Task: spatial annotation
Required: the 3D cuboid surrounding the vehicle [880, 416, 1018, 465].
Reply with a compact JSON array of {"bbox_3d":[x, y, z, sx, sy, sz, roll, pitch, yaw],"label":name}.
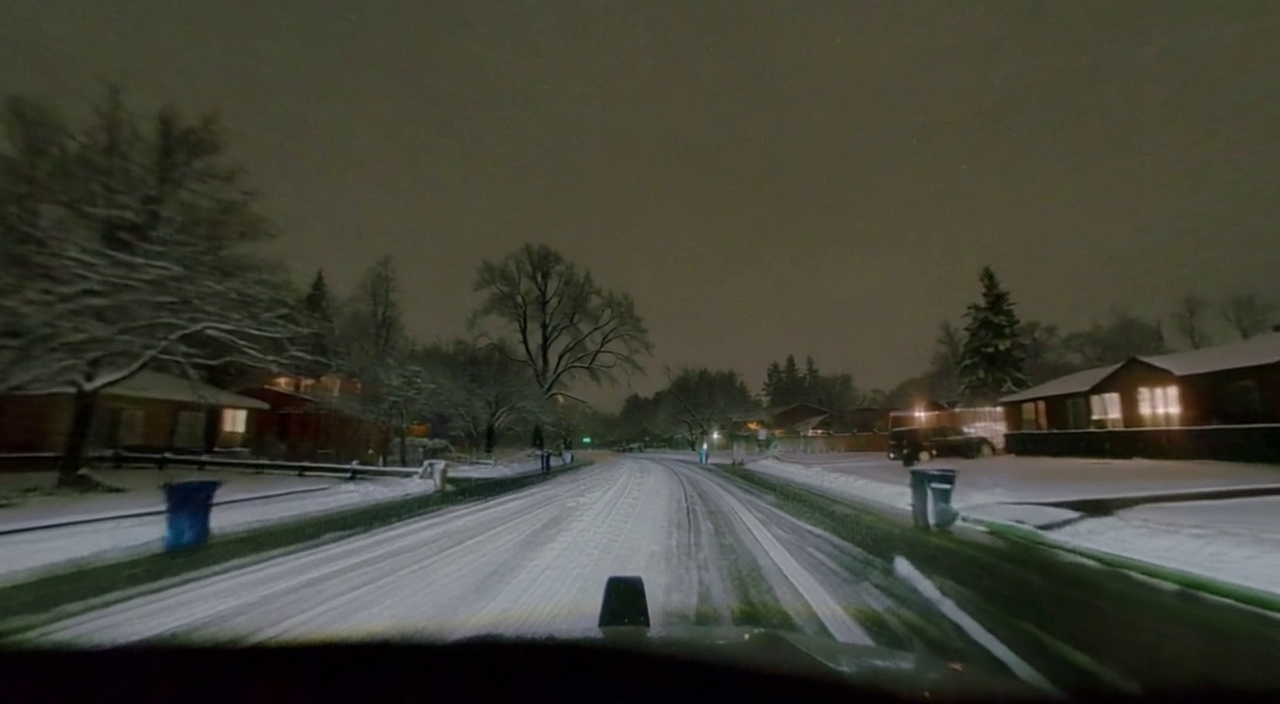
[{"bbox_3d":[12.534,3.632,25.737,4.581,1.853,2.024,2,-8,-7],"label":"vehicle"}]
